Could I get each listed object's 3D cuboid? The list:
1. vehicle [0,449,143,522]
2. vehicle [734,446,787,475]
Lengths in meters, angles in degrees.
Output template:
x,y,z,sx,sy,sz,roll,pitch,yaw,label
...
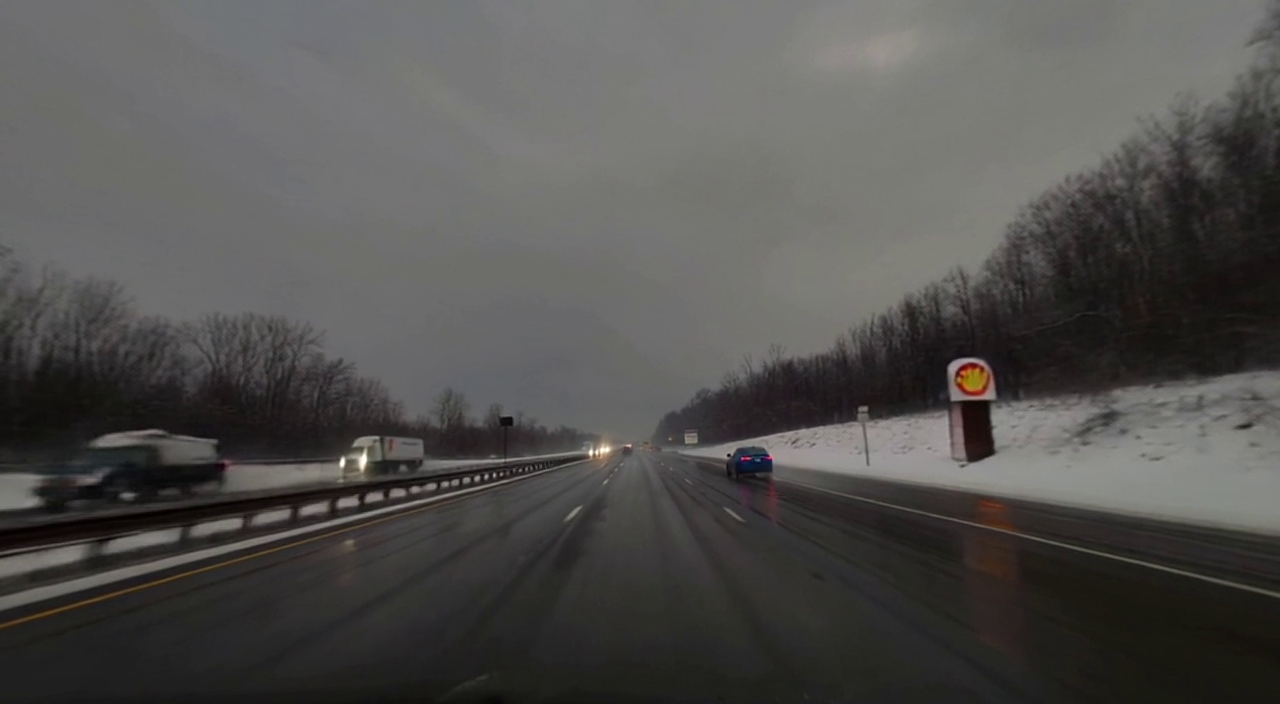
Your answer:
x,y,z,sx,sy,sz,roll,pitch,yaw,label
-19.401,4.223,20.622,2.091,2.078,5.210,0,-9,-1,vehicle
6.599,5.983,35.011,1.967,1.472,3.751,0,-9,-3,vehicle
